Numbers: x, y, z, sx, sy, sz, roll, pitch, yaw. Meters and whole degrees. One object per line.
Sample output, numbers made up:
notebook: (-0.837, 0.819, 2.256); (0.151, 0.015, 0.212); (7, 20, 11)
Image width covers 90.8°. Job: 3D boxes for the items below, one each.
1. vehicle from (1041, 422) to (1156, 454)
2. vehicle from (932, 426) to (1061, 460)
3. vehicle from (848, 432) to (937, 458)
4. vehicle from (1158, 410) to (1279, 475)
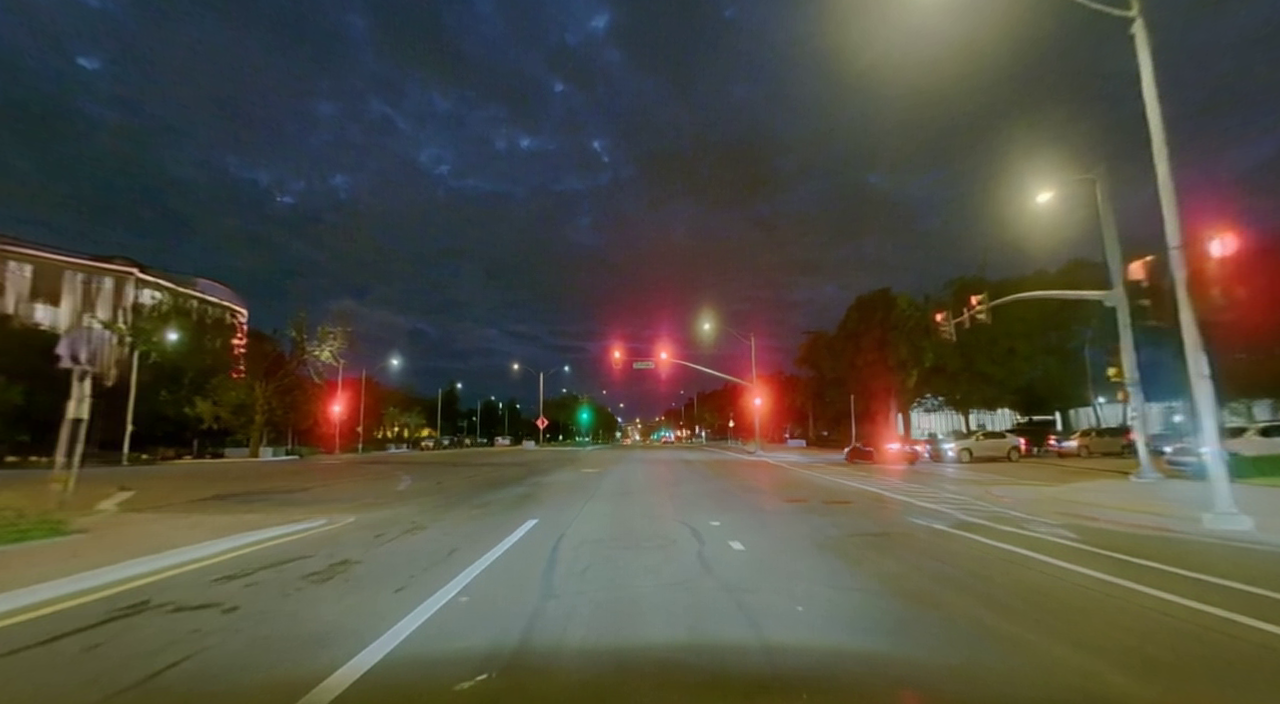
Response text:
vehicle: (24.977, 4.718, 34.559); (4.571, 1.698, 1.977); (-1, -8, 3)
vehicle: (16.518, 4.235, 29.426); (4.916, 1.504, 1.846); (0, -8, -2)
vehicle: (13.614, 5.050, 34.226); (4.046, 1.306, 1.719); (-1, -8, 5)
vehicle: (19.453, 2.767, 19.401); (5.212, 1.864, 2.044); (0, -8, -1)
